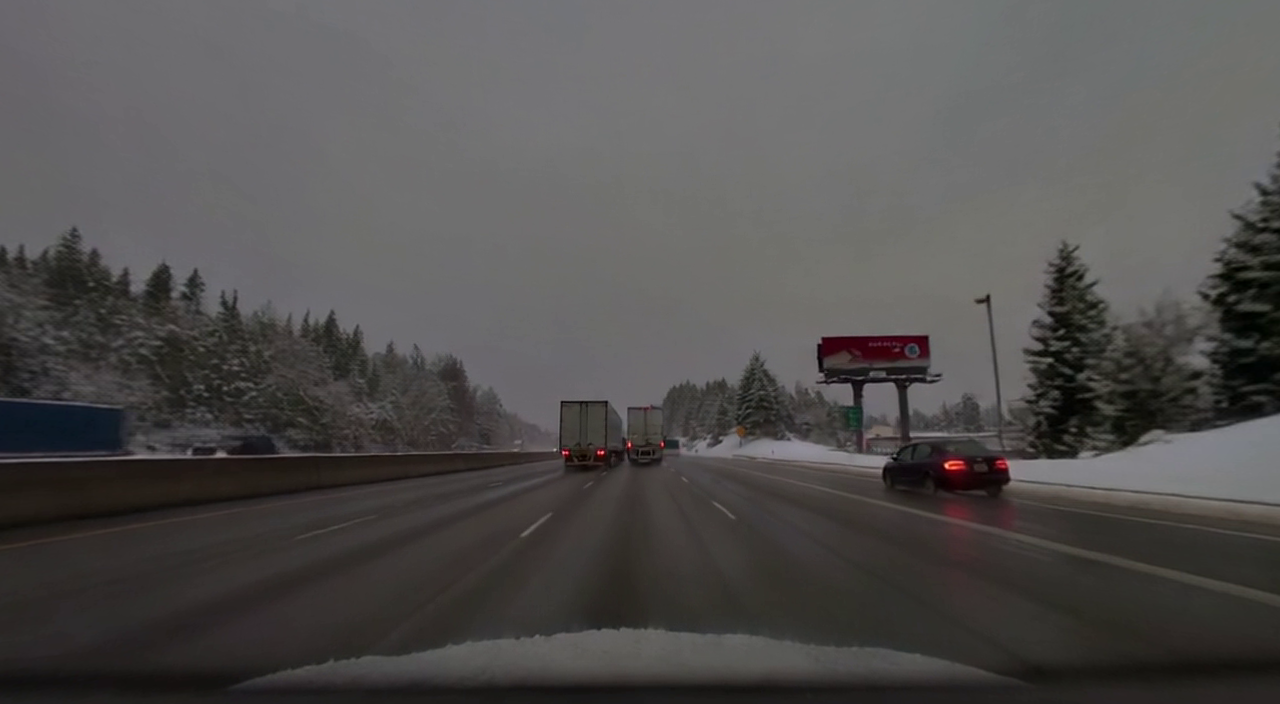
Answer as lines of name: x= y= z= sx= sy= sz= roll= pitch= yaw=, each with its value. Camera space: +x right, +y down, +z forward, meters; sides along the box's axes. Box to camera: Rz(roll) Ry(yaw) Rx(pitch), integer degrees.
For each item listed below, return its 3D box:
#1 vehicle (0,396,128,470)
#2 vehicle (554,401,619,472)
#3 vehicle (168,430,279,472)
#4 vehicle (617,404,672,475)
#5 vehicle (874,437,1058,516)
vehicle: x=-36.275 y=4.395 z=34.280 sx=2.834 sy=4.008 sz=16.723 roll=1 pitch=-8 yaw=1
vehicle: x=-3.250 y=5.608 z=41.604 sx=2.962 sy=3.947 sz=11.574 roll=1 pitch=-8 yaw=1
vehicle: x=-18.833 y=4.489 z=28.759 sx=2.184 sy=1.764 sz=3.974 roll=1 pitch=-8 yaw=2
vehicle: x=0.219 y=5.494 z=40.920 sx=3.054 sy=3.944 sz=11.230 roll=0 pitch=-6 yaw=0
vehicle: x=7.432 y=2.839 z=15.007 sx=1.969 sy=1.560 sz=4.394 roll=1 pitch=-8 yaw=-1
